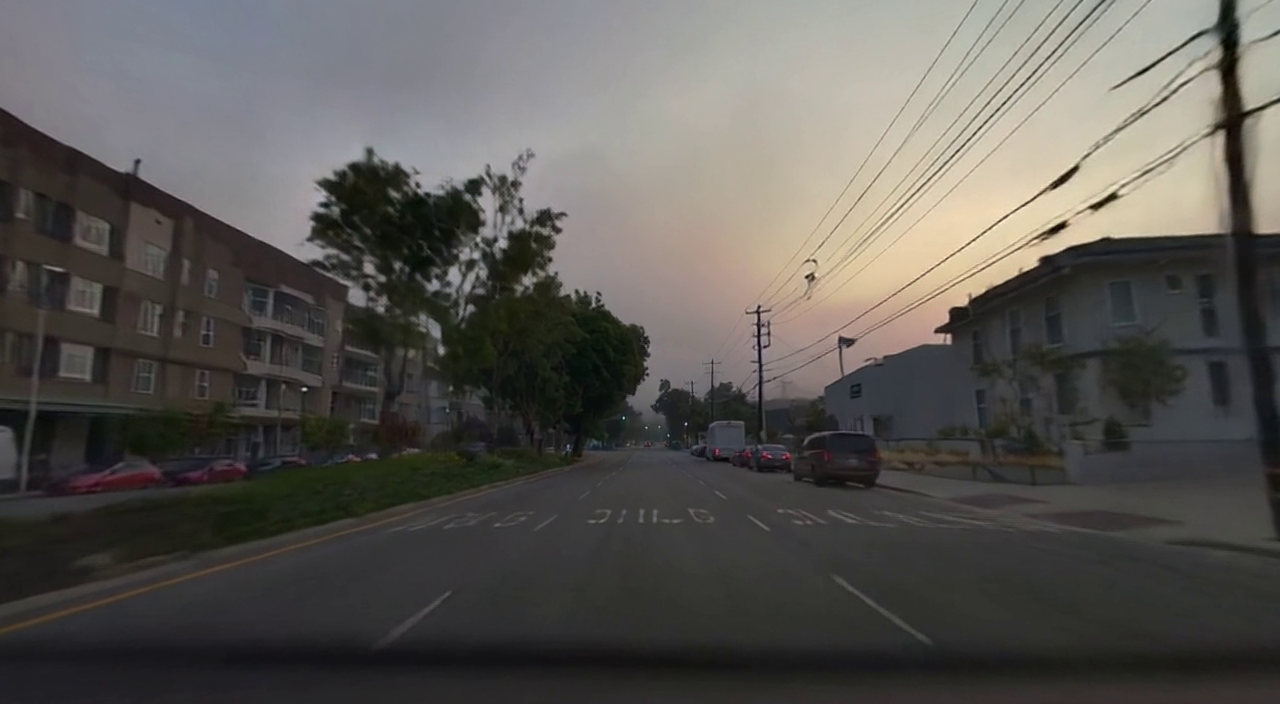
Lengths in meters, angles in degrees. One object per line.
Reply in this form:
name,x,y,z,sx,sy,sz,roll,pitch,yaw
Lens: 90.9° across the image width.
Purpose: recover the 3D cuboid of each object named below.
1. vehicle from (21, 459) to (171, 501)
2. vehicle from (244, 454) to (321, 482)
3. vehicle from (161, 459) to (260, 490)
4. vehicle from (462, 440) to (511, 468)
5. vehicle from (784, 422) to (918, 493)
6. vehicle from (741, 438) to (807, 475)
vehicle,-22.330,5.227,26.206,1.877,1.473,4.892,-1,-9,1
vehicle,-22.126,7.175,39.265,1.778,1.533,4.967,-1,-9,2
vehicle,-22.186,6.322,32.788,1.907,1.404,4.413,-1,-9,2
vehicle,-11.704,7.833,48.529,2.418,1.978,5.196,-1,-9,1
vehicle,6.951,3.602,21.808,2.563,2.090,6.077,0,-9,1
vehicle,7.123,5.634,34.174,2.258,1.845,5.381,0,-9,-1
